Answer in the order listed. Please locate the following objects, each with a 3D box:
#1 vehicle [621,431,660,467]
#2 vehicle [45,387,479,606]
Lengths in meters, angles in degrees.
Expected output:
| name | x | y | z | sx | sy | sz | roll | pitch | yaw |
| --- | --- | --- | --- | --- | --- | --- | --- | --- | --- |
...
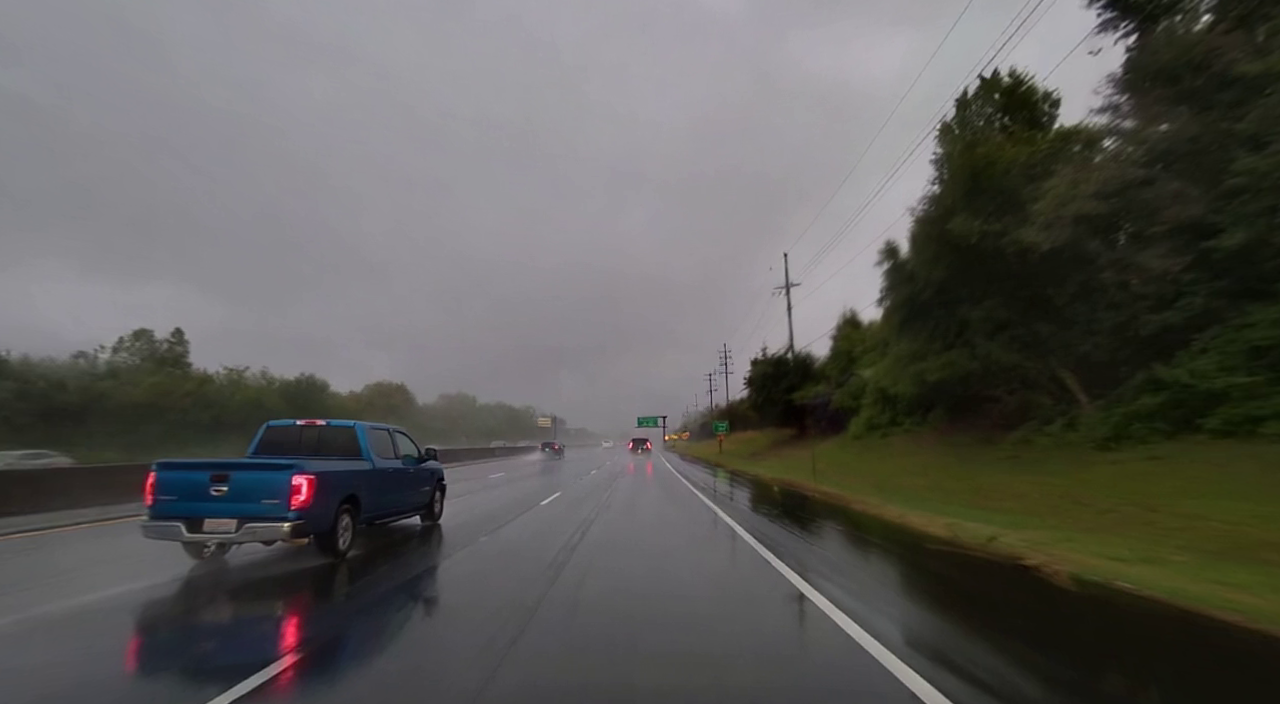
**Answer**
| name | x | y | z | sx | sy | sz | roll | pitch | yaw |
| --- | --- | --- | --- | --- | --- | --- | --- | --- | --- |
| vehicle | -0.016 | 6.242 | 40.790 | 2.358 | 2.144 | 4.713 | 0 | -8 | -1 |
| vehicle | -3.825 | 1.586 | 7.964 | 2.204 | 1.812 | 5.289 | 0 | -8 | 0 |
